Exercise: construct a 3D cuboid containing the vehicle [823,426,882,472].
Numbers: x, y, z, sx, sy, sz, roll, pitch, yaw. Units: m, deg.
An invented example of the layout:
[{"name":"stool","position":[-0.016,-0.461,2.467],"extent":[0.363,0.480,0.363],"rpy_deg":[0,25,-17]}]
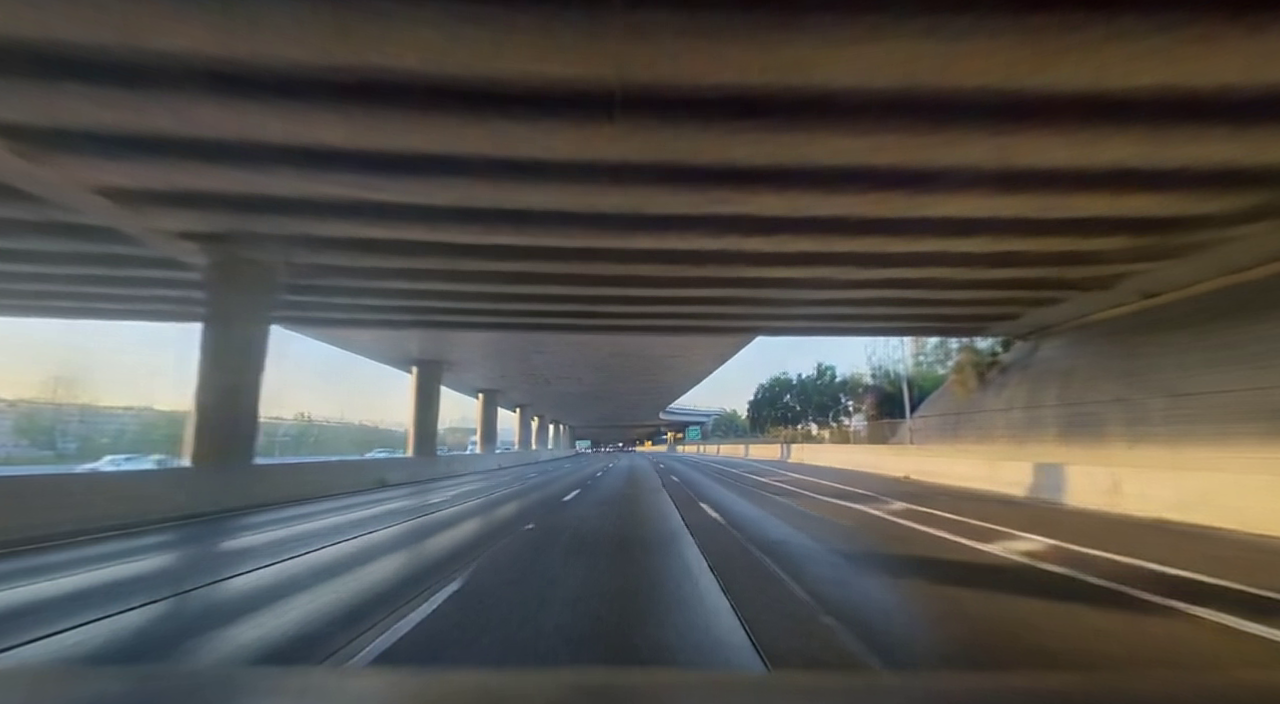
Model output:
[{"name":"vehicle","position":[13.531,6.242,40.457],"extent":[2.789,2.778,3.541],"rpy_deg":[-1,-9,6]}]
